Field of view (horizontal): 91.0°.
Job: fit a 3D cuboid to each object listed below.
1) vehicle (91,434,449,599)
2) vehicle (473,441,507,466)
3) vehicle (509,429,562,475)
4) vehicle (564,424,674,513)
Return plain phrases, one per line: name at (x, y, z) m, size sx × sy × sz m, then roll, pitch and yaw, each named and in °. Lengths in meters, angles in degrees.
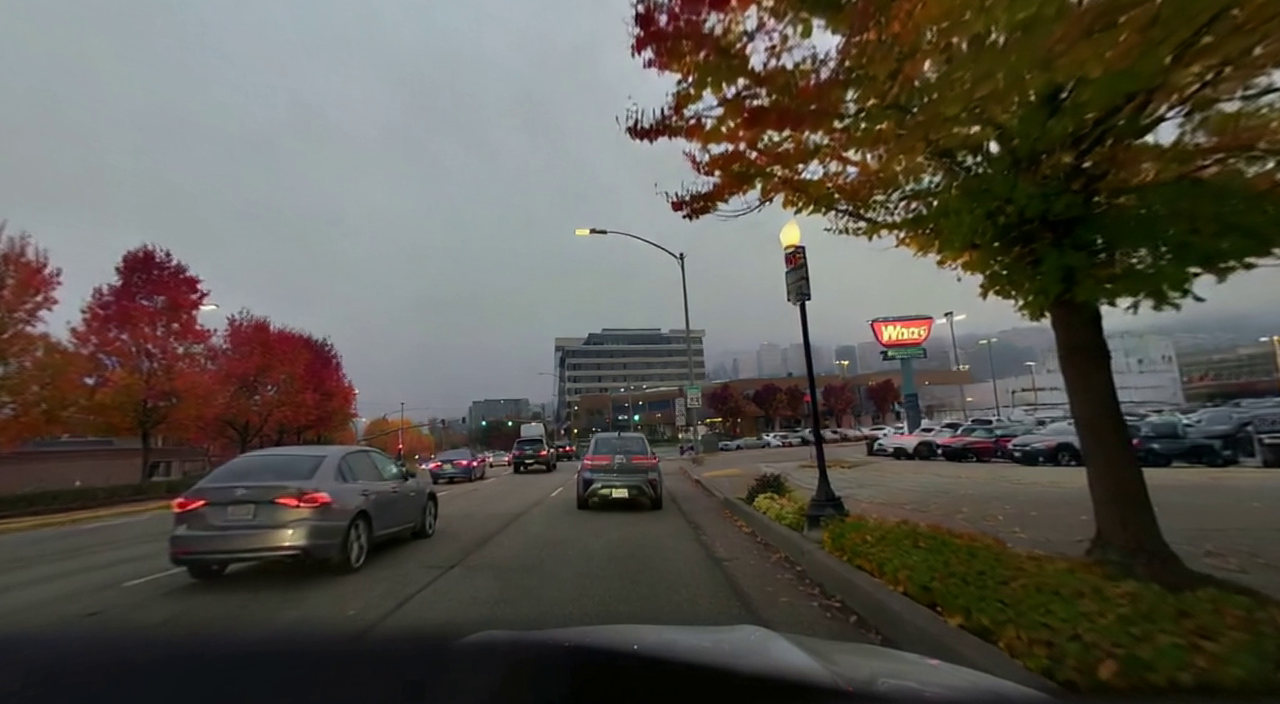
vehicle at (-4.274, 1.942, 8.425) m, size 1.974 × 1.549 × 4.603 m, roll 1°, pitch -9°, yaw 0°
vehicle at (-11.082, 7.522, 46.778) m, size 2.069 × 1.719 × 4.441 m, roll 2°, pitch -9°, yaw -9°
vehicle at (-5.011, 4.880, 30.819) m, size 2.082 × 2.018 × 4.308 m, roll 1°, pitch -9°, yaw -4°
vehicle at (-0.484, 2.589, 14.367) m, size 2.144 × 1.704 × 4.028 m, roll 1°, pitch -9°, yaw -2°
